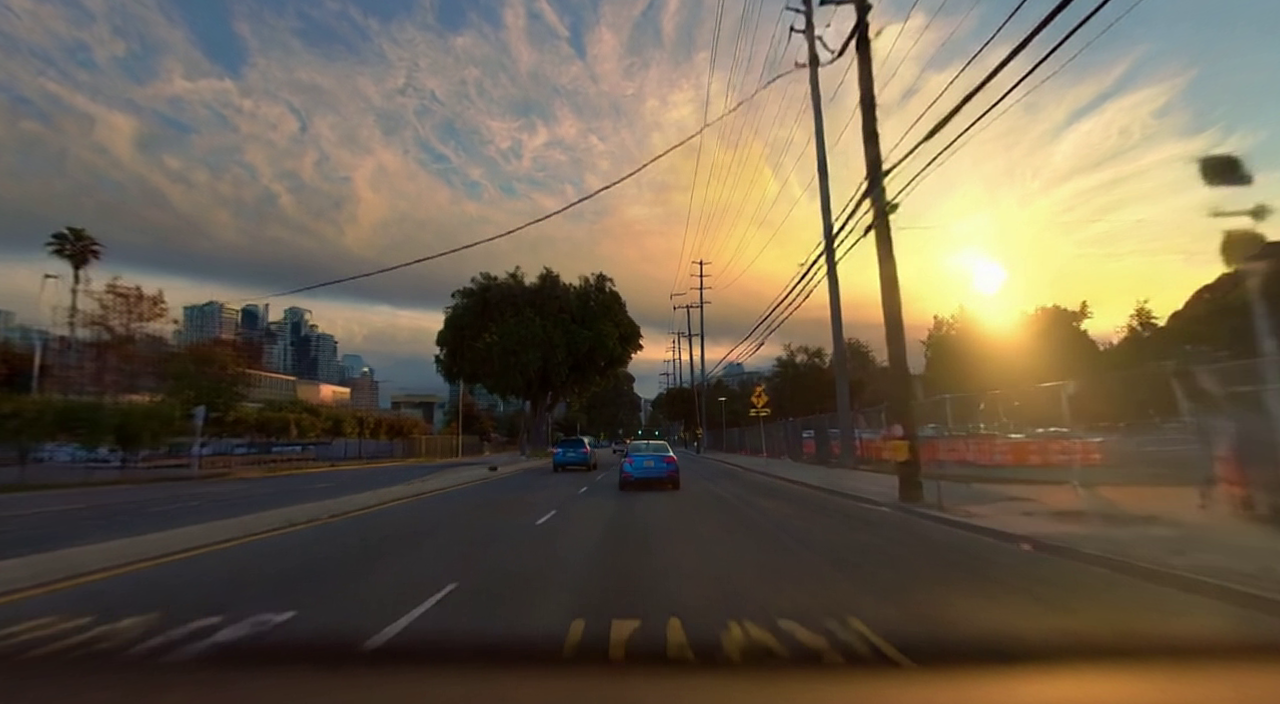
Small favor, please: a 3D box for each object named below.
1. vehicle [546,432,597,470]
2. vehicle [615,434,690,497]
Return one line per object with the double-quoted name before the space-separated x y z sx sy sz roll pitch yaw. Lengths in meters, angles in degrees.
"vehicle" -3.488 5.141 32.805 2.078 1.804 4.387 0 -8 1
"vehicle" 0.331 3.382 19.129 2.059 1.691 3.980 0 -8 0
